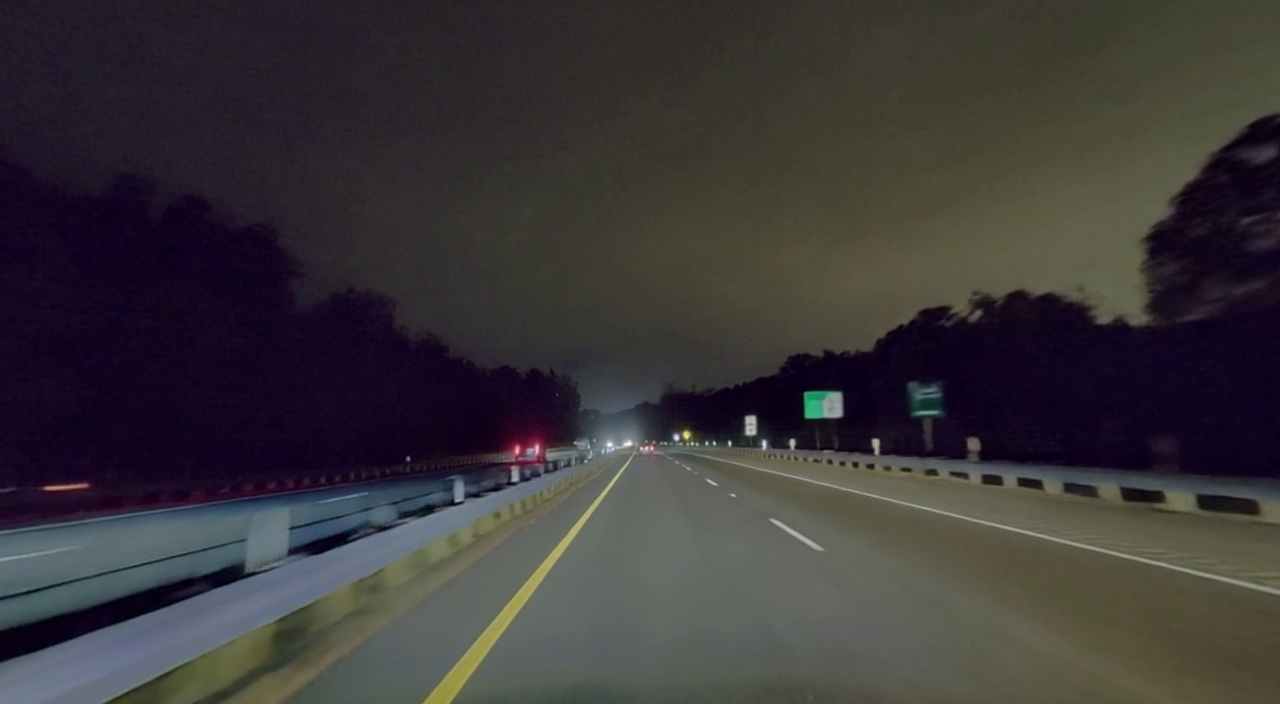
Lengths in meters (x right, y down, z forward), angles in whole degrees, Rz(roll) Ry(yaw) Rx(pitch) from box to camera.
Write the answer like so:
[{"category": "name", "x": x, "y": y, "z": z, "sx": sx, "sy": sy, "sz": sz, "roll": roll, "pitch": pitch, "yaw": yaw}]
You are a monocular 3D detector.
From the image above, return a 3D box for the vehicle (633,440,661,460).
[{"category": "vehicle", "x": 0.511, "y": 7.608, "z": 49.072, "sx": 2.061, "sy": 1.469, "sz": 3.782, "roll": 0, "pitch": -8, "yaw": 0}]

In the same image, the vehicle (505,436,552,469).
[{"category": "vehicle", "x": -6.931, "y": 6.288, "z": 39.608, "sx": 2.068, "sy": 1.897, "sz": 4.372, "roll": 0, "pitch": -8, "yaw": 2}]
